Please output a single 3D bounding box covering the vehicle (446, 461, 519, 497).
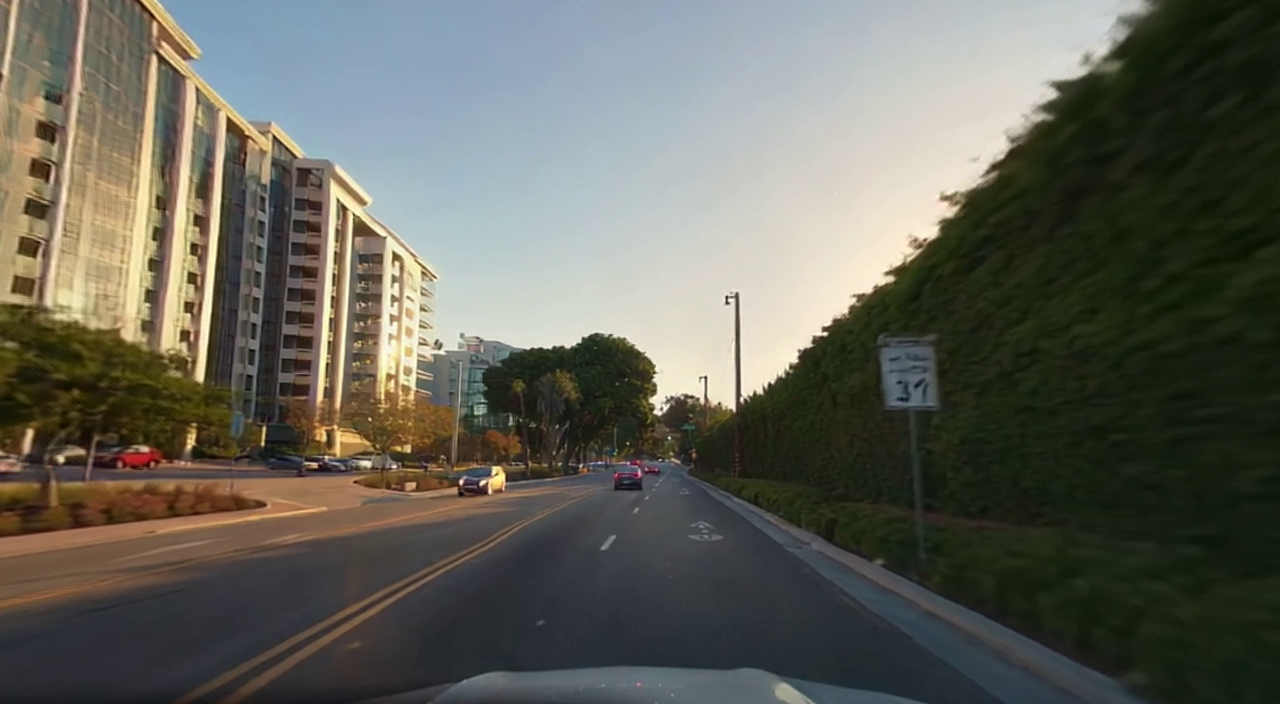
[{"bbox_3d":[-7.041,5.753,28.660,1.979,1.499,4.666,0,-10,2],"label":"vehicle"}]

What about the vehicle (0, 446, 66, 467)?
[{"bbox_3d":[-44.709,7.650,45.726,1.714,1.464,3.804,-3,-11,20],"label":"vehicle"}]

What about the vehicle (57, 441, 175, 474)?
[{"bbox_3d":[-33.443,6.795,40.331,2.033,1.959,5.294,-4,-11,22],"label":"vehicle"}]

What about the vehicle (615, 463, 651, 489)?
[{"bbox_3d":[-0.401,8.170,41.577,2.067,1.629,3.858,0,-10,5],"label":"vehicle"}]
